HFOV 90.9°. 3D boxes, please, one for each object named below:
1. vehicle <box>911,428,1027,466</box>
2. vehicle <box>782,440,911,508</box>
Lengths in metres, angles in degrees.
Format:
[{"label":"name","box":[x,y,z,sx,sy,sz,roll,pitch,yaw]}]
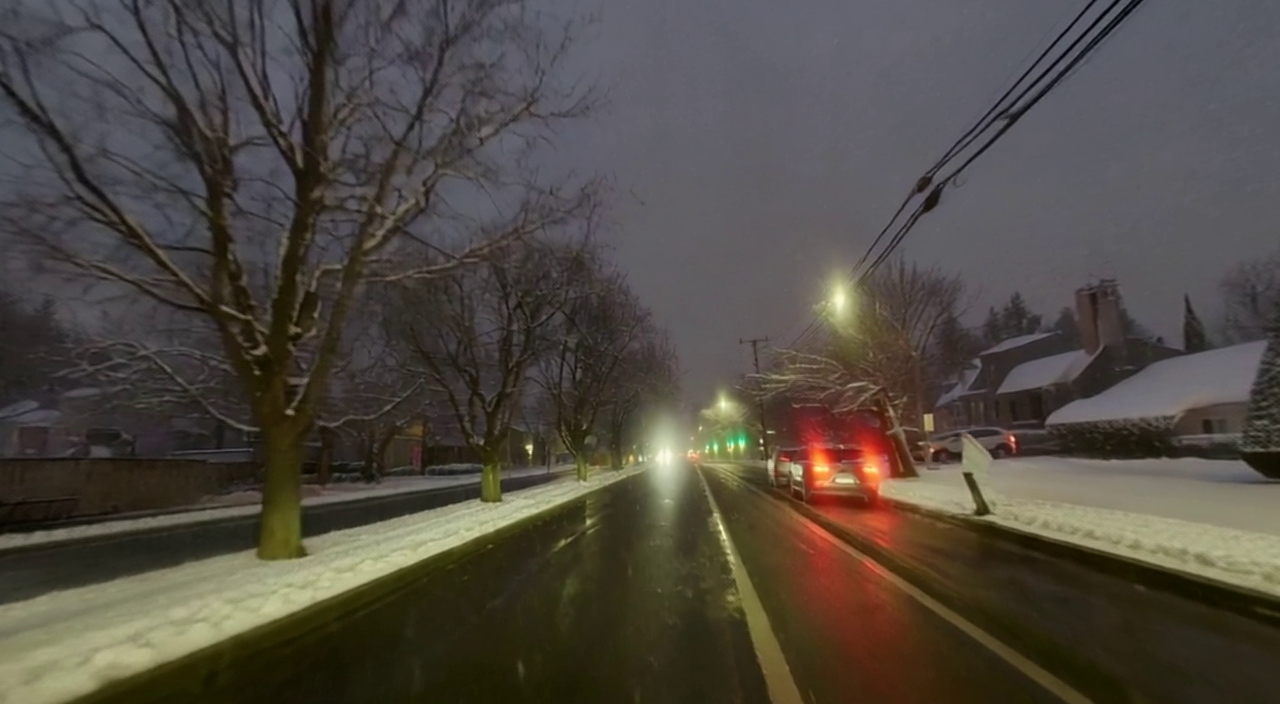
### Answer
[{"label":"vehicle","box":[13.812,4.024,26.672,3.827,1.512,1.855,-1,-8,5]},{"label":"vehicle","box":[5.224,3.119,16.712,1.979,1.524,4.578,0,-8,2]}]
